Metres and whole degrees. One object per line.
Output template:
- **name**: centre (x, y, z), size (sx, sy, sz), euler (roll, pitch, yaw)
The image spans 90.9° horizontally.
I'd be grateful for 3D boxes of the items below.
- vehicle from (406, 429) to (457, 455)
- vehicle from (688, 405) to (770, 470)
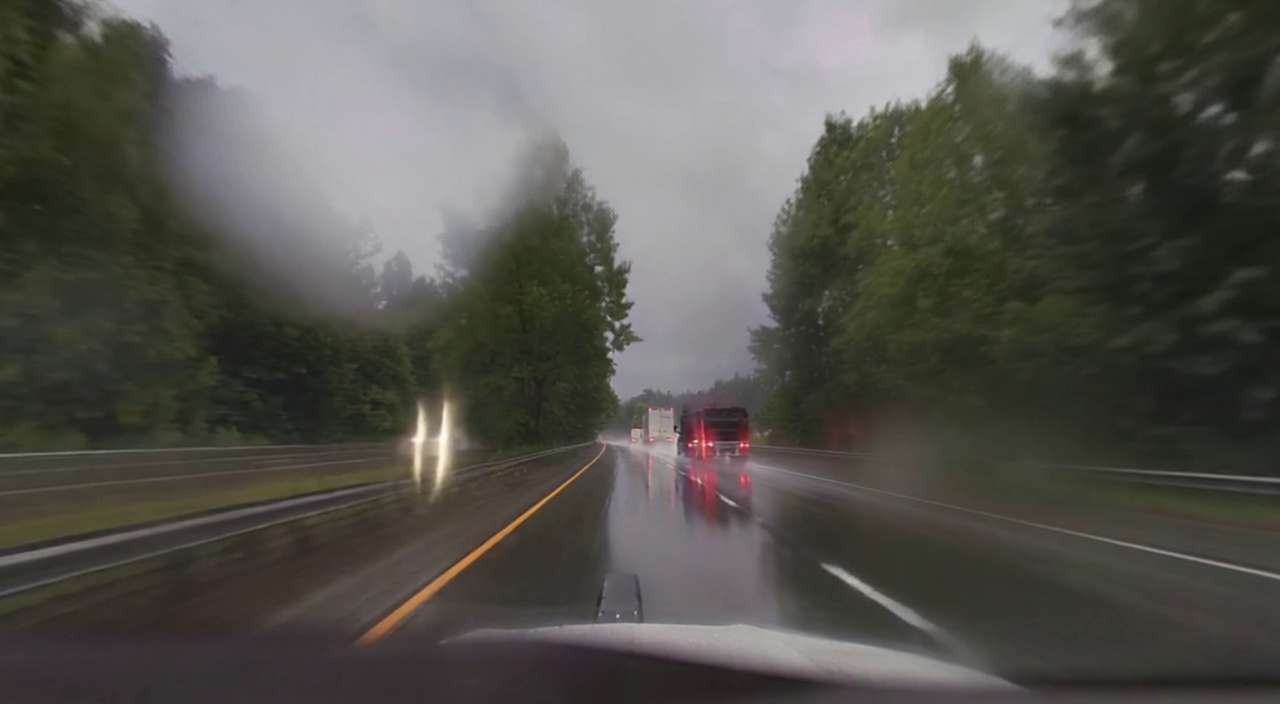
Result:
- **vehicle**: centre (-13.406, 5.826, 40.779), size (1.950, 1.598, 4.188), euler (0, -8, -2)
- **vehicle**: centre (4.029, 4.061, 30.055), size (2.741, 2.716, 6.323), euler (0, -8, -2)
